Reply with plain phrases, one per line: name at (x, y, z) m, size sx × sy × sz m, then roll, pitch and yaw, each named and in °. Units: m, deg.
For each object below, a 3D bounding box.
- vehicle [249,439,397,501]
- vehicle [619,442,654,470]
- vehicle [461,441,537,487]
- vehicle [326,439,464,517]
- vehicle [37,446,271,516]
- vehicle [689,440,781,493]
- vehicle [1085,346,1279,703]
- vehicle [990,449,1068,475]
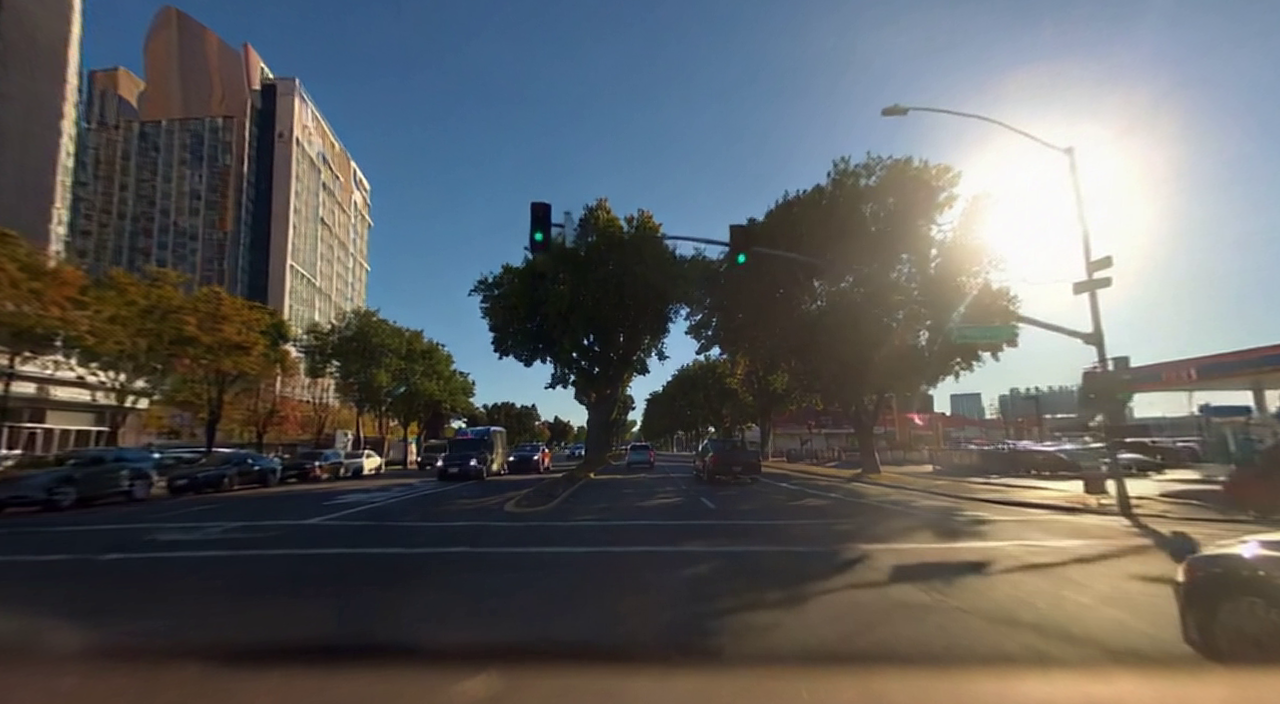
vehicle at (-8.974, 3.348, 18.435) m, size 2.165 × 1.557 × 4.515 m, roll 0°, pitch -9°, yaw -3°
vehicle at (-0.255, 6.373, 38.780) m, size 2.029 × 1.605 × 3.827 m, roll 0°, pitch -8°, yaw -2°
vehicle at (-5.150, 4.102, 23.671) m, size 1.953 × 1.526 × 4.349 m, roll 0°, pitch -8°, yaw -1°
vehicle at (-5.437, 2.798, 14.690) m, size 1.972 × 1.466 × 4.493 m, roll 2°, pitch -8°, yaw -8°
vehicle at (-12.399, 3.279, 16.741) m, size 2.186 × 1.532 × 5.087 m, roll 0°, pitch -8°, yaw -1°
vehicle at (2.853, 3.576, 20.105) m, size 2.061 × 1.487 × 4.462 m, roll 0°, pitch -8°, yaw -3°
vehicle at (3.640, 0.604, 1.036) m, size 2.117 × 1.689 × 5.113 m, roll 0°, pitch -8°, yaw 1°
vehicle at (24.276, 6.853, 39.630) m, size 1.894 × 1.485 × 4.606 m, roll 0°, pitch -8°, yaw -1°
